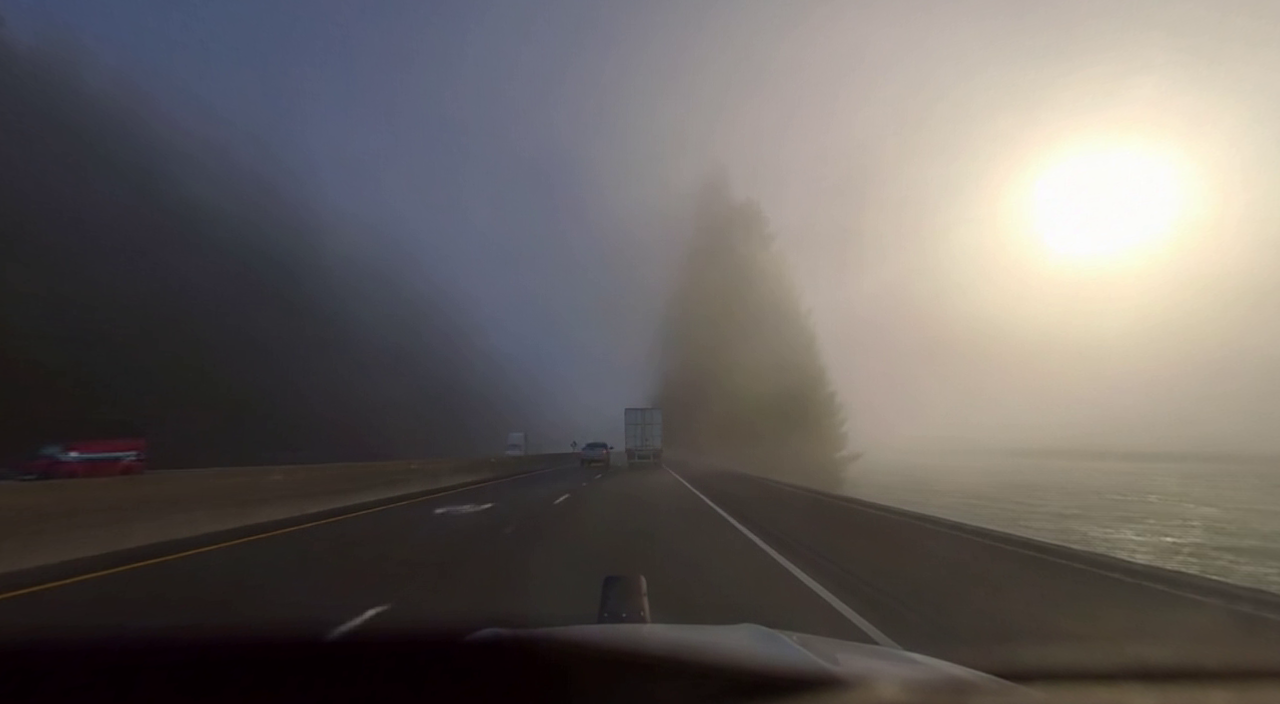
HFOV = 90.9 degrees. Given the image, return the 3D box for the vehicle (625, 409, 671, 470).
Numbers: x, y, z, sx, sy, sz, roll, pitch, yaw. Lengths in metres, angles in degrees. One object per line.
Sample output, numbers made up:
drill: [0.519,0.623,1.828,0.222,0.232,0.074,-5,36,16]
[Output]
vehicle: [0.495,6.572,46.771,3.024,3.965,10.399,0,-9,-1]

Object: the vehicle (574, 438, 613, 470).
vehicle: [-3.235,7.310,45.253,2.283,2.156,5.546,0,-9,1]
